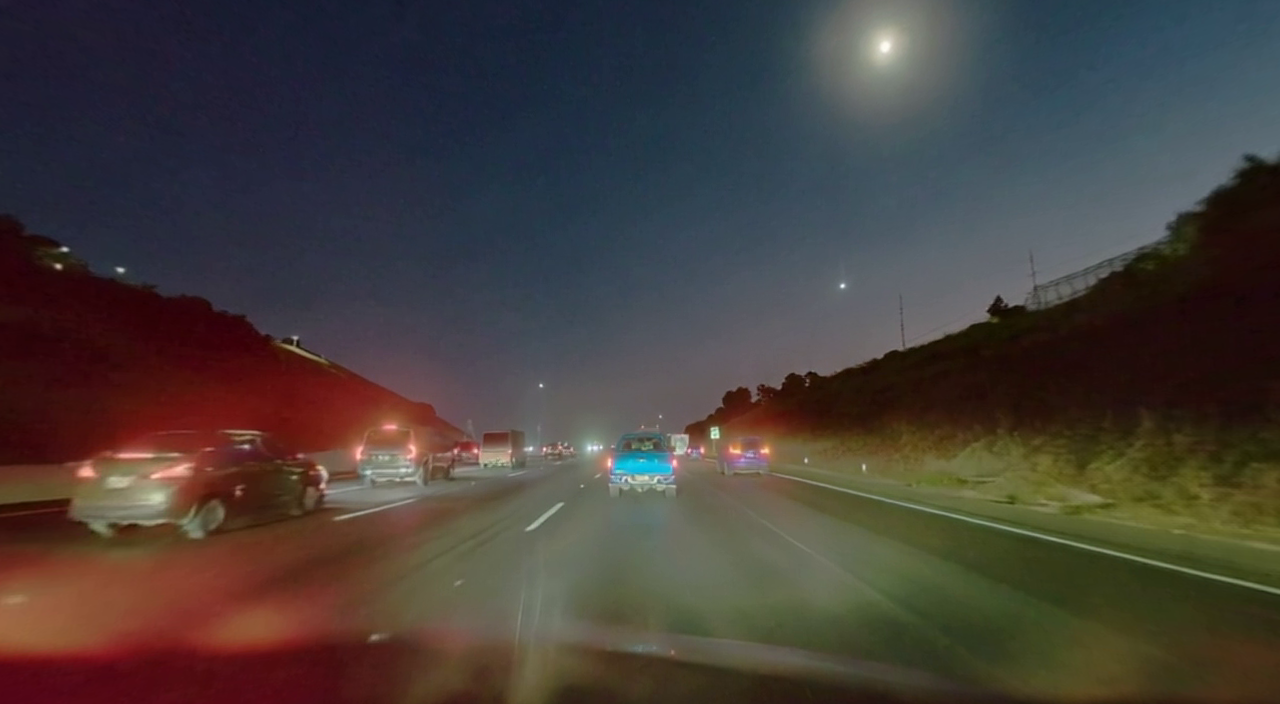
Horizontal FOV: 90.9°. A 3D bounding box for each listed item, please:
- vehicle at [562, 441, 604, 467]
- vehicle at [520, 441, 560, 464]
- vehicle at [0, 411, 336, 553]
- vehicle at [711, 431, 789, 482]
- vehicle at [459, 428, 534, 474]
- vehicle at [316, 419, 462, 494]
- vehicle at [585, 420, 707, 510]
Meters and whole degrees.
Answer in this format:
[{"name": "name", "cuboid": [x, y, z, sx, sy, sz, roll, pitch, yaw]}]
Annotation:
[{"name": "vehicle", "cuboid": [-3.366, 6.128, 37.919, 2.108, 1.442, 4.143, 0, -9, 1]}, {"name": "vehicle", "cuboid": [-6.830, 6.946, 43.610, 1.957, 1.467, 4.640, 0, -9, 1]}, {"name": "vehicle", "cuboid": [-6.937, 1.918, 9.934, 2.024, 1.706, 4.462, 0, -9, 1]}, {"name": "vehicle", "cuboid": [4.096, 3.994, 24.273, 2.092, 1.723, 4.629, 0, -9, -1]}, {"name": "vehicle", "cuboid": [-6.687, 4.712, 30.056, 2.294, 1.982, 5.040, 0, -9, 1]}, {"name": "vehicle", "cuboid": [-7.276, 3.128, 19.044, 2.230, 1.928, 5.112, 0, -9, 1]}, {"name": "vehicle", "cuboid": [0.134, 2.611, 14.907, 2.447, 1.804, 4.273, 0, -9, 0]}]
